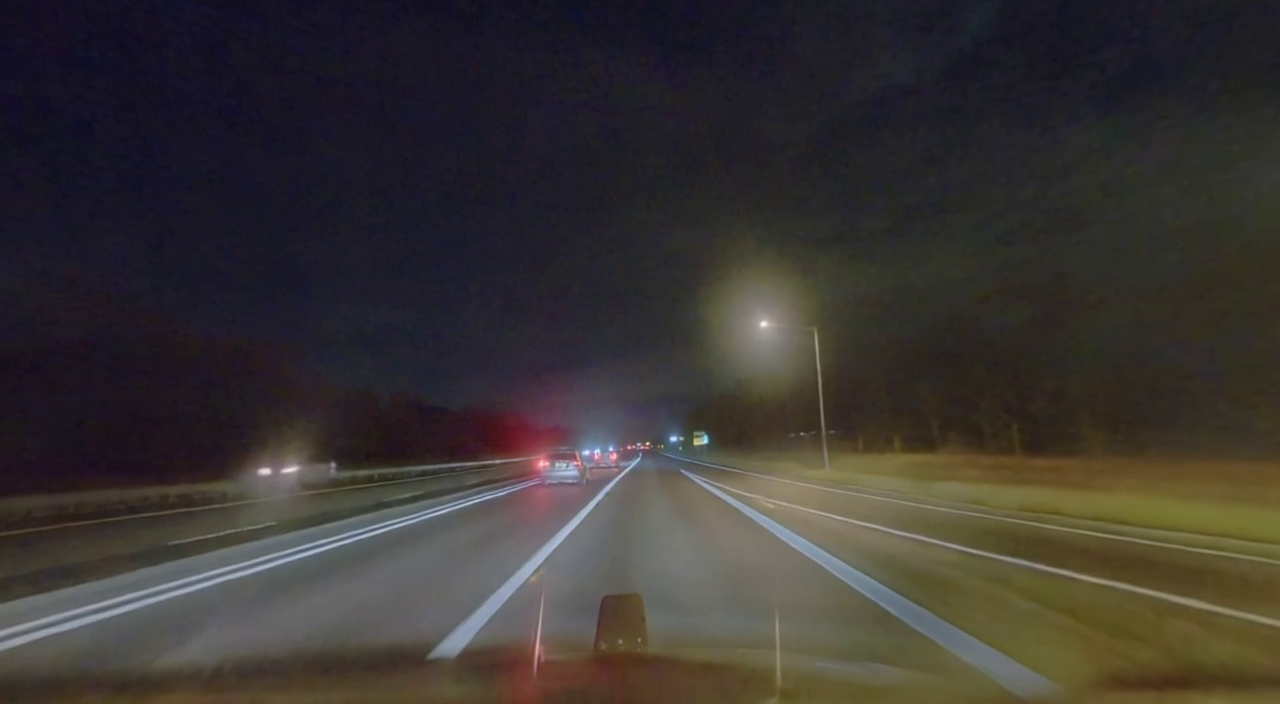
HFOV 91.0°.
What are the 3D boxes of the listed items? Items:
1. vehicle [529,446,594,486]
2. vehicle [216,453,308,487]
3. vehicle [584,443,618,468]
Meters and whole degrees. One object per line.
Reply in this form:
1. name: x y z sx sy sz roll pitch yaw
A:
1. vehicle: -3.203 4.797 26.763 2.044 1.527 4.607 0 -9 2
2. vehicle: -19.620 6.111 32.945 1.916 1.621 4.452 0 -9 1
3. vehicle: -2.977 8.053 49.044 2.177 1.852 4.427 -1 -9 2
